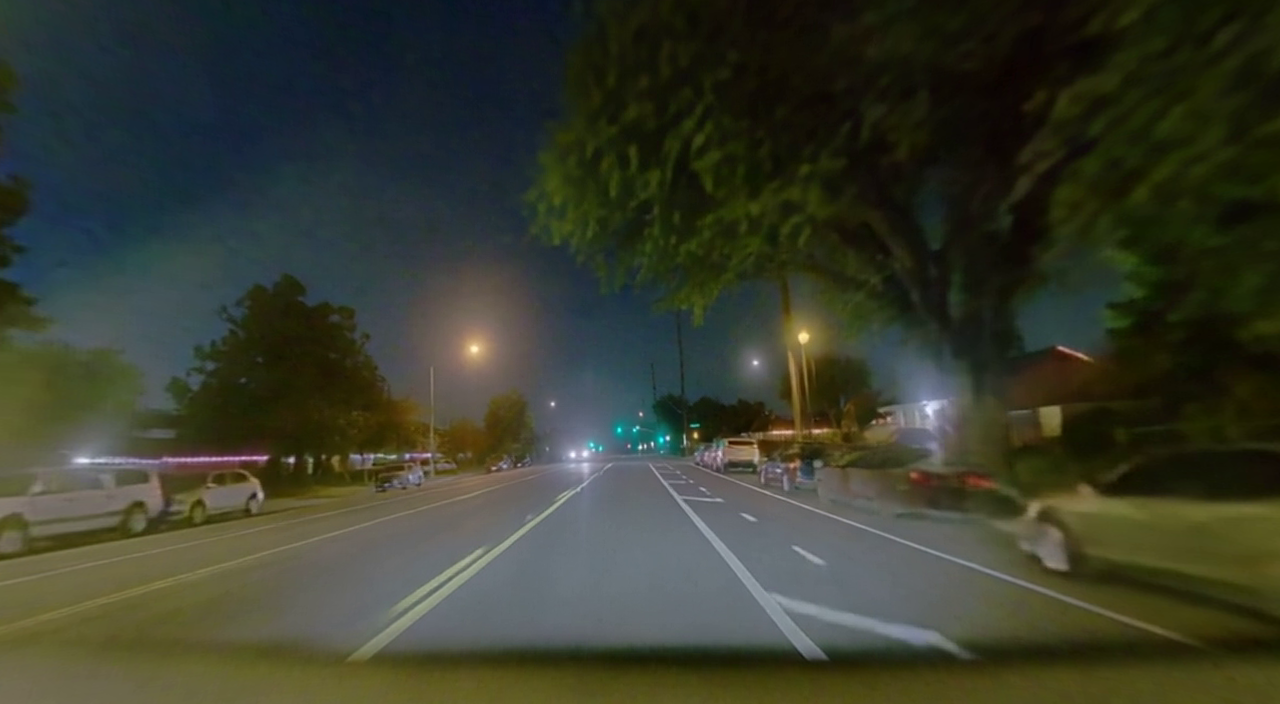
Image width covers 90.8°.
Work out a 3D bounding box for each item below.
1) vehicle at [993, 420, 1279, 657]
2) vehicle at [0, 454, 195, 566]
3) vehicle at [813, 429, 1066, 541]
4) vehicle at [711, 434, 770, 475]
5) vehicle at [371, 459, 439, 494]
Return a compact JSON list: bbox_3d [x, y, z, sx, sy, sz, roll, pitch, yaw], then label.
[{"bbox_3d":[4.910,1.269,4.667,1.923,1.454,4.460,0,-9,-2],"label":"vehicle"},{"bbox_3d":[-12.267,3.162,13.053,2.156,1.935,5.464,-3,-10,0],"label":"vehicle"},{"bbox_3d":[4.819,2.210,11.269,1.933,1.511,5.086,0,-9,-1],"label":"vehicle"},{"bbox_3d":[4.542,4.731,29.305,1.919,1.698,4.747,0,-9,-1],"label":"vehicle"},{"bbox_3d":[-12.664,6.728,34.390,1.972,1.475,4.503,-5,-9,0],"label":"vehicle"}]
